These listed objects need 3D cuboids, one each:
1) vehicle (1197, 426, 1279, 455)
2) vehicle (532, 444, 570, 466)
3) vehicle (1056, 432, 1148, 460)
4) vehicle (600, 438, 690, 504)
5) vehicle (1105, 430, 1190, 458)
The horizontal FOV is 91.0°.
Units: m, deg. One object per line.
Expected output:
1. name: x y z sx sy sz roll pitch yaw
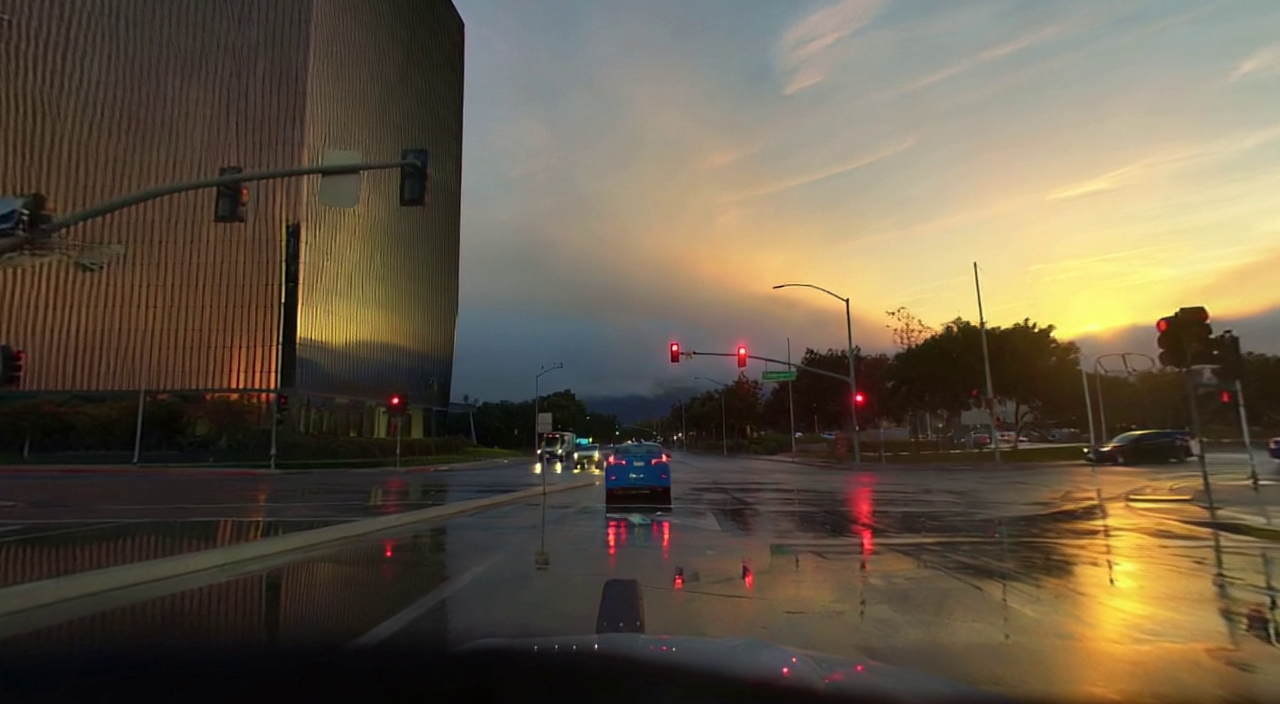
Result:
1. vehicle: 33.091 4.857 34.527 1.798 1.480 3.684 0 -9 3
2. vehicle: -6.698 7.814 47.815 2.113 1.535 4.504 0 -9 2
3. vehicle: 25.560 5.241 35.074 2.021 1.484 4.454 -1 -9 5
4. vehicle: 0.002 3.124 16.979 2.014 1.525 4.197 1 -9 -5
5. vehicle: 27.885 5.078 34.722 1.816 1.476 3.652 -1 -9 5
